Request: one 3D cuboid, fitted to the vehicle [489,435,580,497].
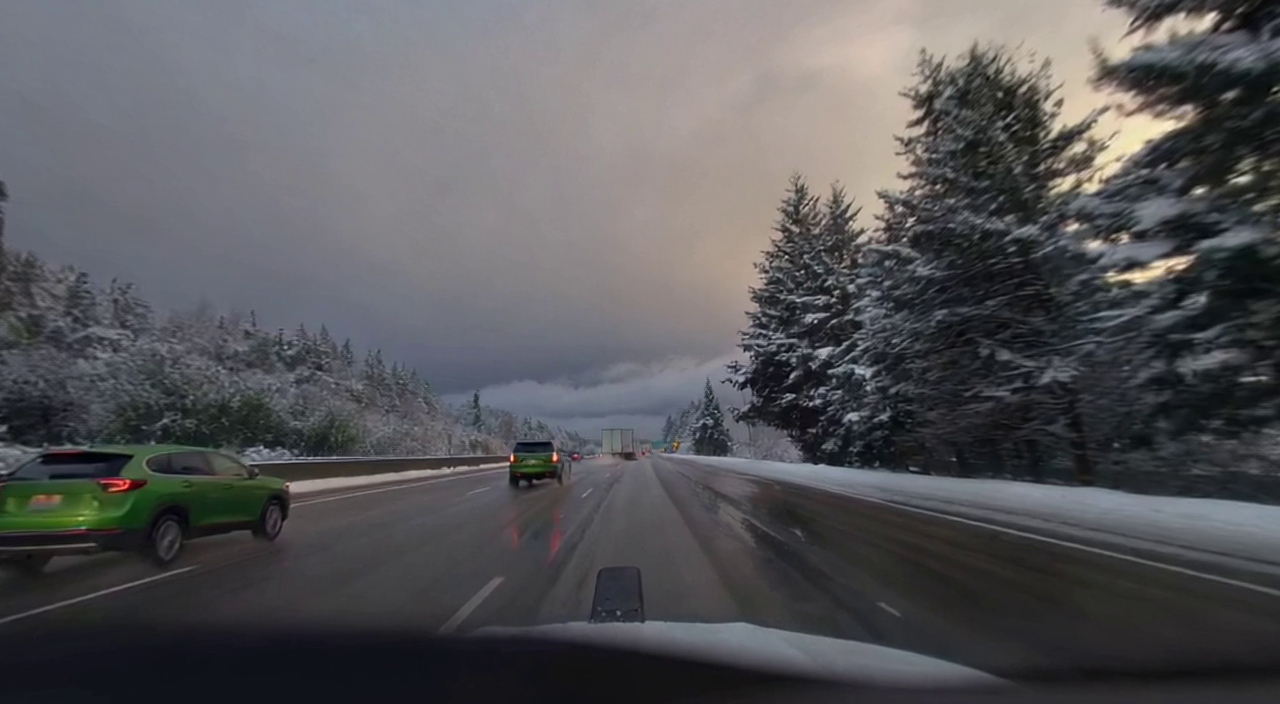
[{"bbox_3d":[-3.219,3.600,20.203,2.111,1.742,4.315,0,-9,1],"label":"vehicle"}]

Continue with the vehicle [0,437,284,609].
[{"bbox_3d":[-6.651,1.848,7.798,1.969,1.520,4.190,0,-9,1],"label":"vehicle"}]
